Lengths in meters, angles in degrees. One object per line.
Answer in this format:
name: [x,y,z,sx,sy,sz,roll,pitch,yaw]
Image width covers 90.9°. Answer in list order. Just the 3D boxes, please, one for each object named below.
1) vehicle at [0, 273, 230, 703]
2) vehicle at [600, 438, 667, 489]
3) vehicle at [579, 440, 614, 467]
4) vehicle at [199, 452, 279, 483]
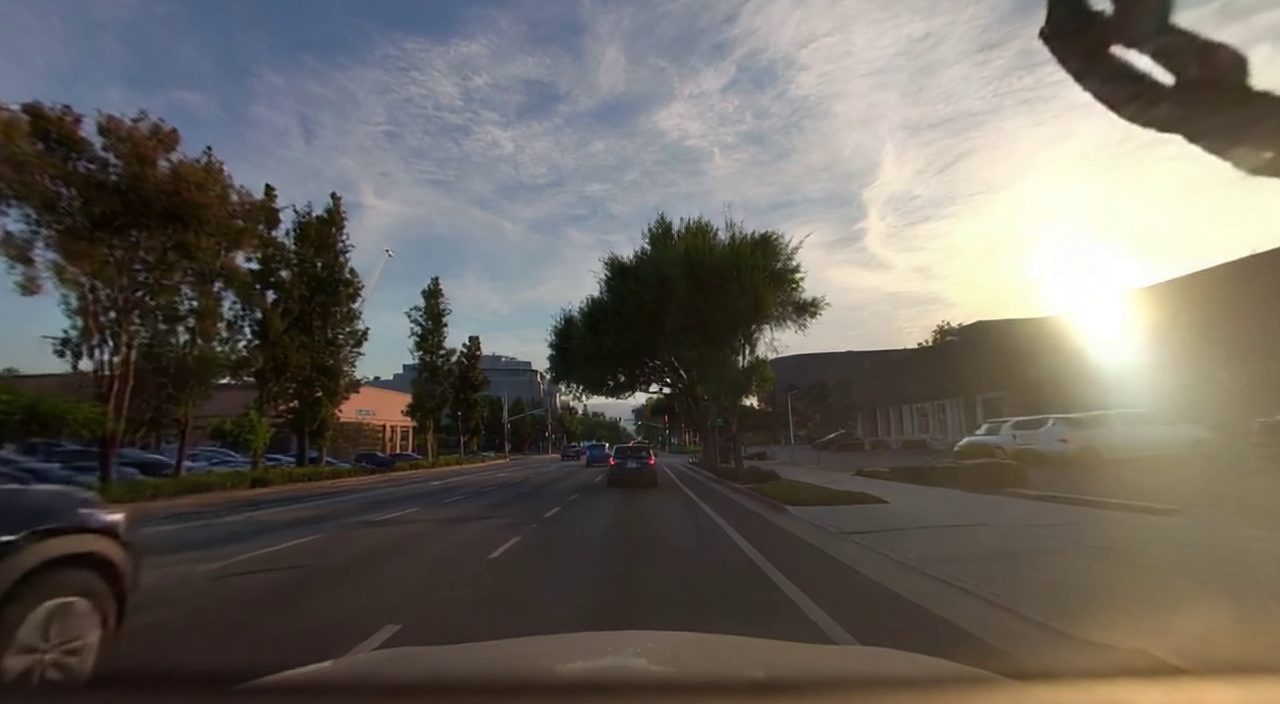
vehicle: [-3.716,0.476,0.999,2.358,1.990,5.447,0,-8,1]
vehicle: [-0.187,3.849,22.099,2.108,1.612,4.246,0,-8,1]
vehicle: [-3.135,7.440,46.408,2.064,1.859,5.154,0,-8,2]
vehicle: [-24.514,7.044,38.741,1.791,1.724,4.432,0,-9,2]
